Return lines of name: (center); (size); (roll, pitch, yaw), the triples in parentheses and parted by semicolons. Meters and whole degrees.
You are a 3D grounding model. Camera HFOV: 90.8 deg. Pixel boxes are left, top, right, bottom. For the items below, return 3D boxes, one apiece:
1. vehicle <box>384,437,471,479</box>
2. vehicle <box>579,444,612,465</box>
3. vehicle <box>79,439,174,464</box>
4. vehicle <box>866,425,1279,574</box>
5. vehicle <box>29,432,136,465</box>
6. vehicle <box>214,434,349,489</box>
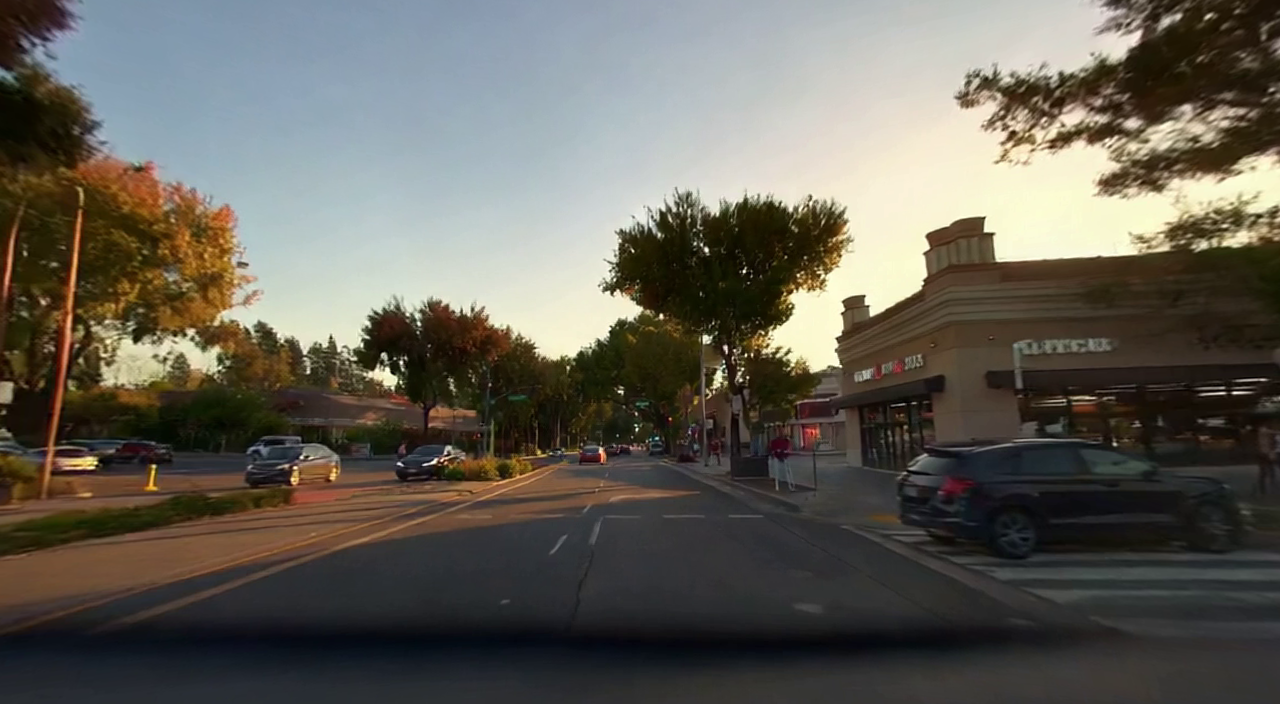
vehicle: (-9.144, 4.591, 27.615); (2.052, 1.676, 4.463); (-1, -8, 3)
vehicle: (-3.243, 7.606, 47.016); (2.122, 1.469, 4.388); (0, -8, 0)
vehicle: (-30.878, 5.991, 38.178); (1.802, 1.437, 4.596); (0, -8, 1)
vehicle: (5.651, 1.667, 7.641); (5.022, 1.487, 2.268); (-1, -8, 5)
vehicle: (-33.328, 5.779, 38.017); (2.110, 1.850, 4.864); (0, -8, -3)
vehicle: (-12.507, 3.834, 22.470); (2.046, 1.716, 4.423); (0, -8, 2)
